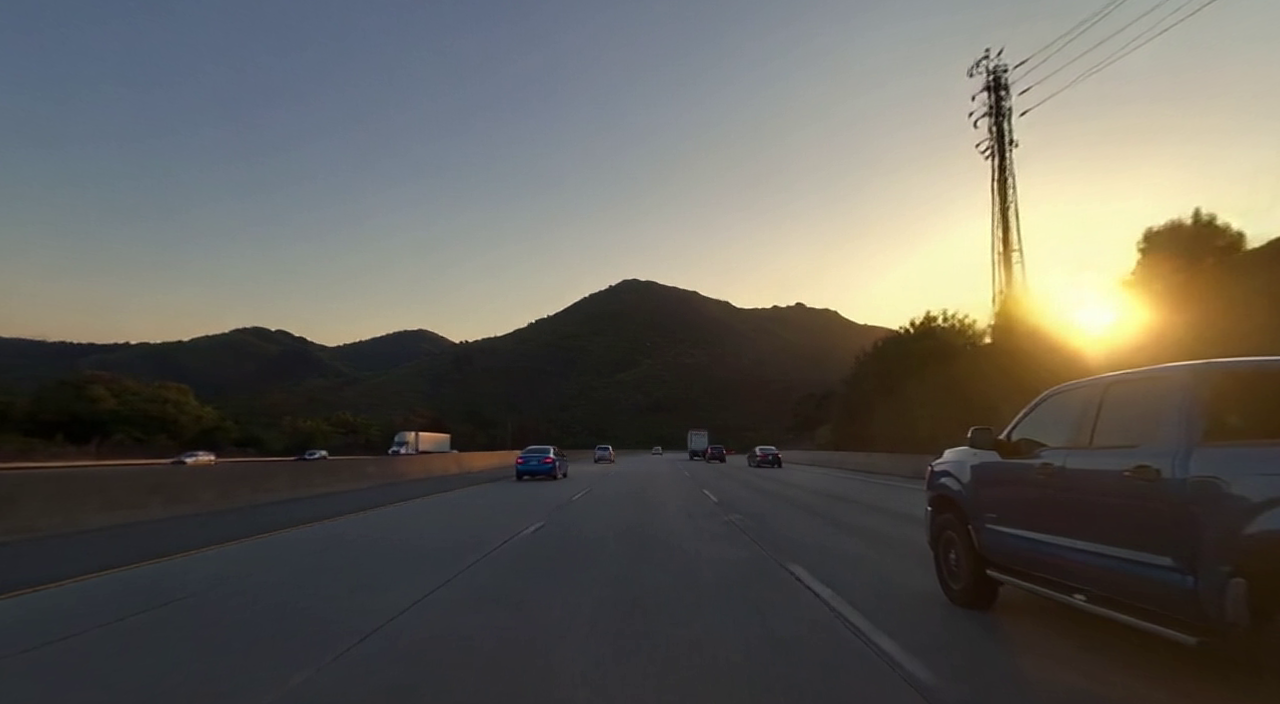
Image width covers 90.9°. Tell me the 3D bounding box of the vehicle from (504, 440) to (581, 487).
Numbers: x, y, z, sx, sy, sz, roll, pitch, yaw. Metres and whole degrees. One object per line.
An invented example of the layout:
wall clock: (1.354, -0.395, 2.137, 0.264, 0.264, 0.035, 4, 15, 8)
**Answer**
vehicle: (-3.630, 4.254, 24.437, 2.113, 1.636, 4.494, -1, -8, 2)

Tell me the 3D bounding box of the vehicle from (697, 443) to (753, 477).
vehicle: (3.950, 5.090, 29.914, 2.046, 1.471, 4.333, 0, -8, 0)

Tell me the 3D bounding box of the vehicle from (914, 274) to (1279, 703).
vehicle: (3.442, 0.757, 2.872, 2.098, 1.925, 5.171, 0, -8, 1)

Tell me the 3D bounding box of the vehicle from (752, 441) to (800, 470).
vehicle: (8.274, 6.311, 38.745, 1.986, 1.633, 4.430, 0, -8, 1)
